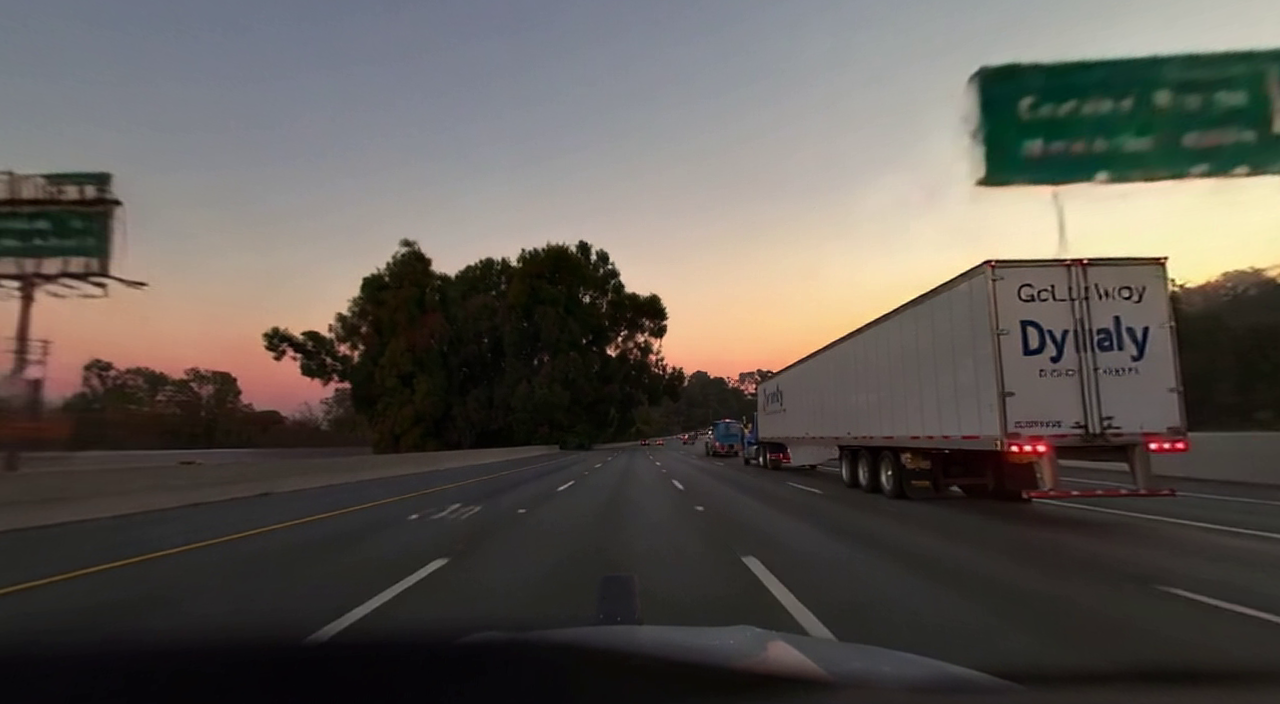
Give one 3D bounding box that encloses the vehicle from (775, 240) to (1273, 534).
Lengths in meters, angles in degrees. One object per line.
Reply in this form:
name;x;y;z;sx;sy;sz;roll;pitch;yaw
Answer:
vehicle;6.761;1.571;16.517;2.962;3.947;16.241;0;-8;0
